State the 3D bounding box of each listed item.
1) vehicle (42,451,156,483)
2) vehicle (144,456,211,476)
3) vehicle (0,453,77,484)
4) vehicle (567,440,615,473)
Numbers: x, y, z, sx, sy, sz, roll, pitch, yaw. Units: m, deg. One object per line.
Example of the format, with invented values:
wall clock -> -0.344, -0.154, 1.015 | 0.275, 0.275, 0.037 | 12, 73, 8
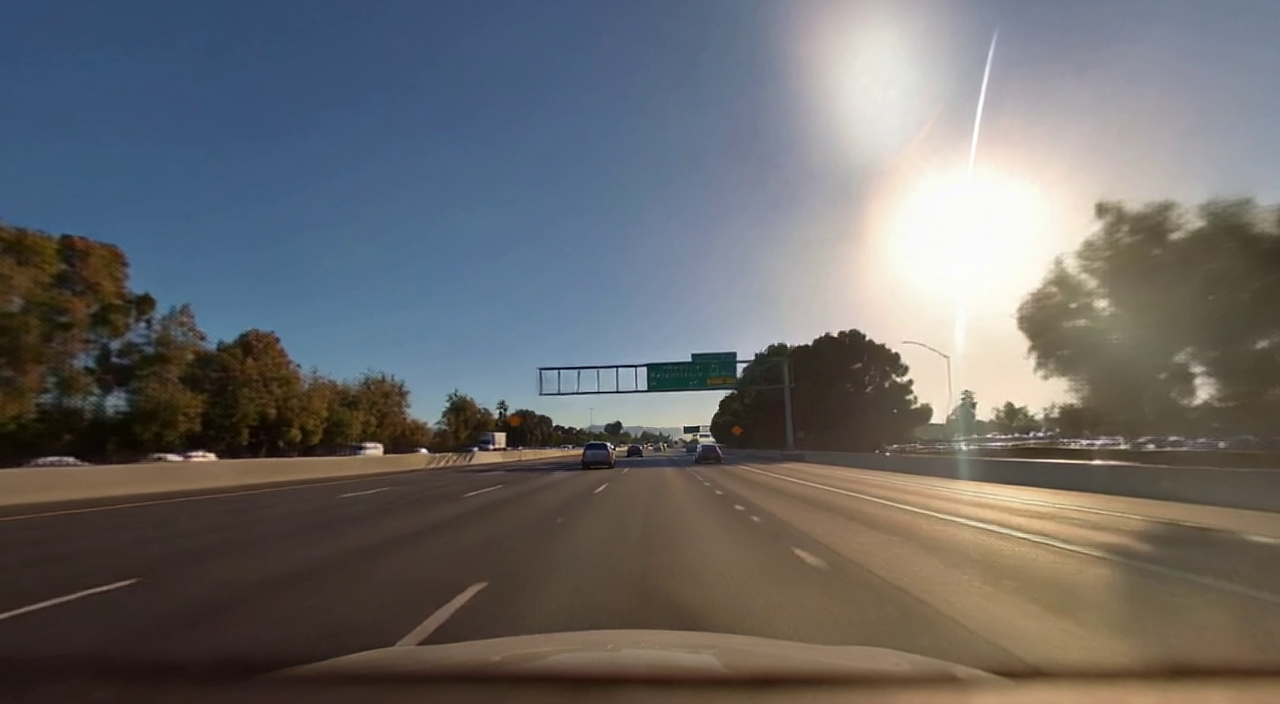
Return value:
vehicle -> -27.253, 5.791, 31.981 | 1.806, 1.450, 4.352 | 0, -8, 2
vehicle -> -35.307, 8.710, 48.305 | 1.760, 1.402, 4.340 | 0, -8, 2
vehicle -> -33.168, 6.214, 33.809 | 1.879, 1.471, 4.447 | 0, -8, 0
vehicle -> -2.698, 5.904, 35.769 | 2.196, 1.733, 4.355 | 0, -8, 2
